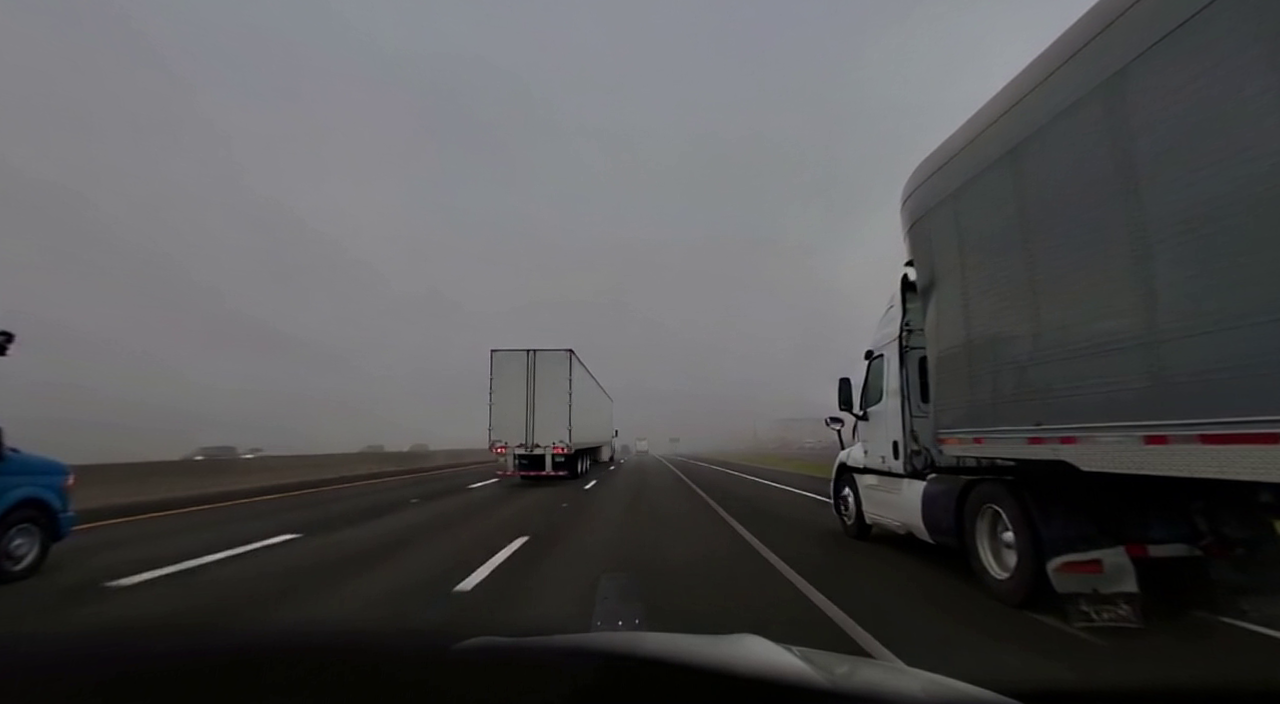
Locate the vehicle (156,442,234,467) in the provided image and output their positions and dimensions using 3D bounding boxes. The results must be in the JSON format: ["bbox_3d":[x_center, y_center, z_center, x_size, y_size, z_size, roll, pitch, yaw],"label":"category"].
[{"bbox_3d":[-31.418,7.233,44.749,1.971,1.674,4.788,0,-8,1],"label":"vehicle"}]

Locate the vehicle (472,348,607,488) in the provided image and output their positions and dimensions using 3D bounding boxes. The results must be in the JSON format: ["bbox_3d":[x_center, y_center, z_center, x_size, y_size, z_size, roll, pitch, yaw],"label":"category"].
[{"bbox_3d":[-3.369,3.062,26.803,2.939,4.132,16.303,0,-8,0],"label":"vehicle"}]

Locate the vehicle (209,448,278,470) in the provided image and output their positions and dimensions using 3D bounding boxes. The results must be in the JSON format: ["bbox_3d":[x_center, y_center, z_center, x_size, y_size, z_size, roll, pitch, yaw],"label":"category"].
[{"bbox_3d":[-27.242,7.352,43.569,1.889,1.437,4.286,0,-8,1],"label":"vehicle"}]
